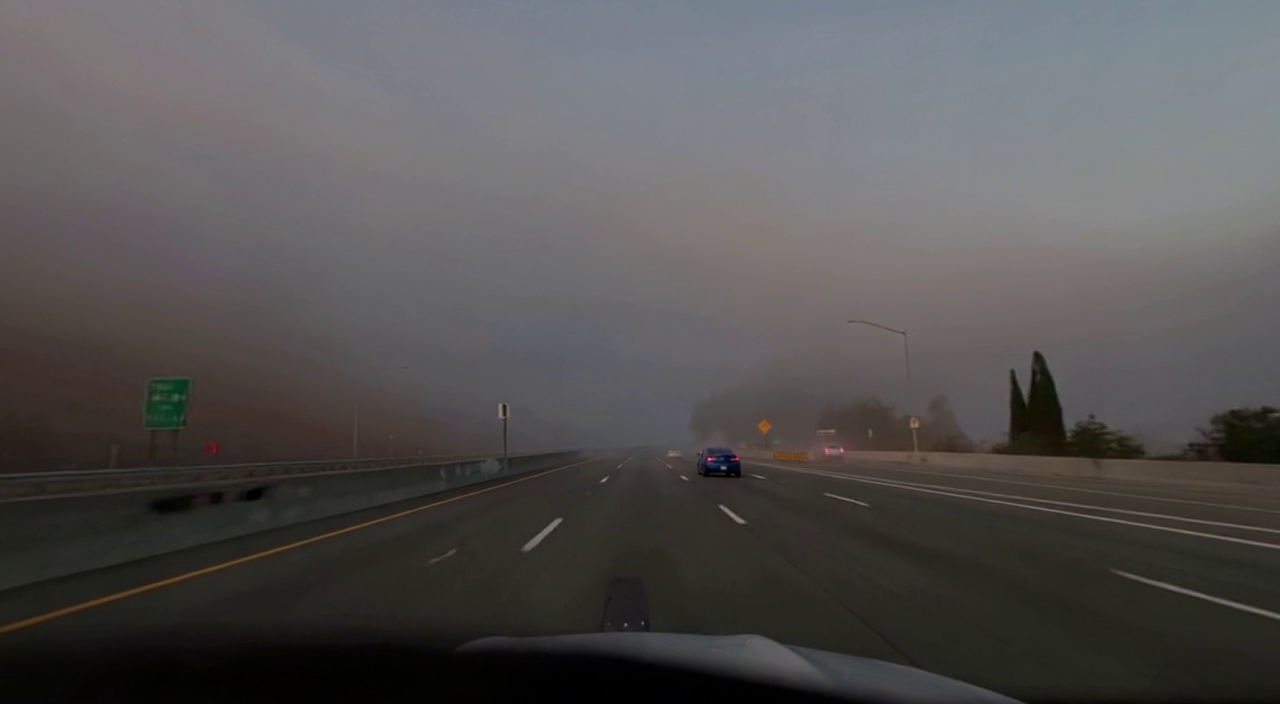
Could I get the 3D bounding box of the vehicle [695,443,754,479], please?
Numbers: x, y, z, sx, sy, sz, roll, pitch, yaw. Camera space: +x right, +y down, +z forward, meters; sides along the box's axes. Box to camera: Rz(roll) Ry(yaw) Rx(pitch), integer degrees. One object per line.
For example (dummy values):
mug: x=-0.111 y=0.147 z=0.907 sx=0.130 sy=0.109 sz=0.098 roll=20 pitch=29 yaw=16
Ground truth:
vehicle: x=3.655 y=4.787 z=28.006 sx=1.916 sy=1.469 sz=4.481 roll=0 pitch=-8 yaw=-1
